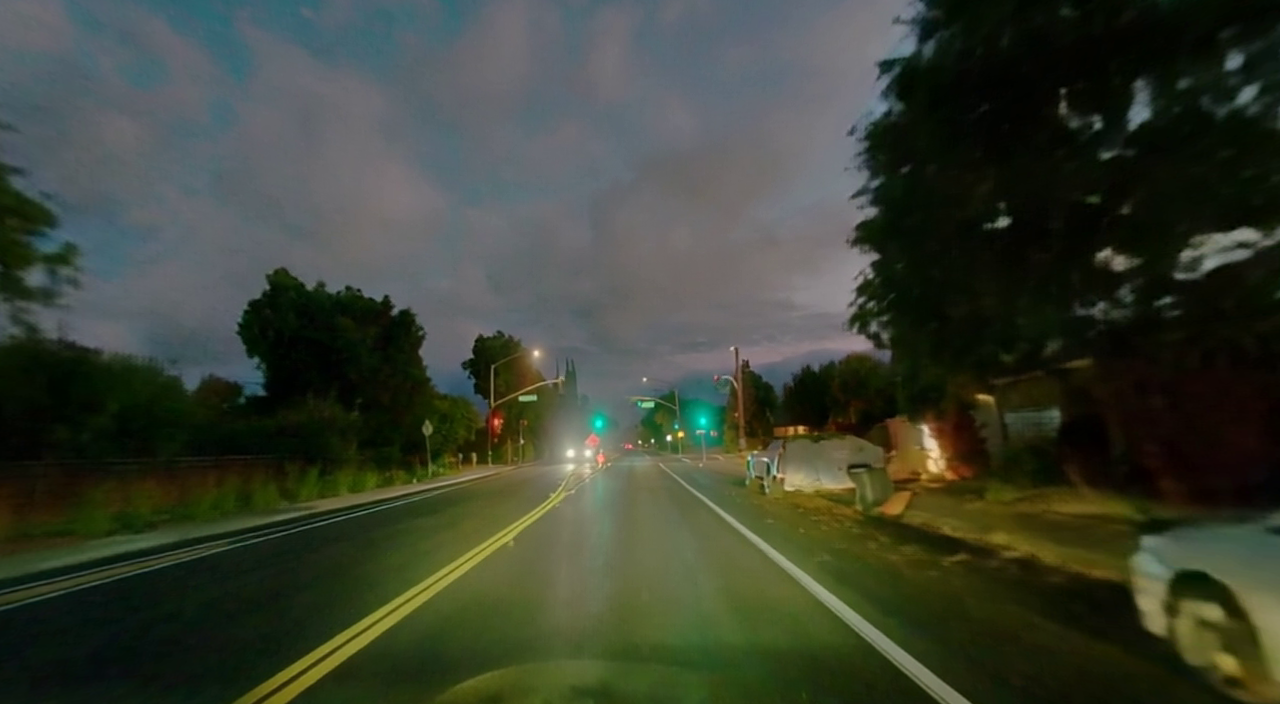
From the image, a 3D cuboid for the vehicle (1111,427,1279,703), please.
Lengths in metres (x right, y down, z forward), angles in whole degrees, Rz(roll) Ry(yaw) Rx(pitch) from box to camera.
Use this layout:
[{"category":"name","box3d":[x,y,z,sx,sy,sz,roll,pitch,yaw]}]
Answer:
[{"category":"vehicle","box3d":[3.925,0.887,1.727,1.870,1.441,4.539,-1,-9,2]}]

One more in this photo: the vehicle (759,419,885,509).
[{"category":"vehicle","box3d":[4.255,2.680,15.377,2.241,1.935,3.270,-1,-9,4]}]
